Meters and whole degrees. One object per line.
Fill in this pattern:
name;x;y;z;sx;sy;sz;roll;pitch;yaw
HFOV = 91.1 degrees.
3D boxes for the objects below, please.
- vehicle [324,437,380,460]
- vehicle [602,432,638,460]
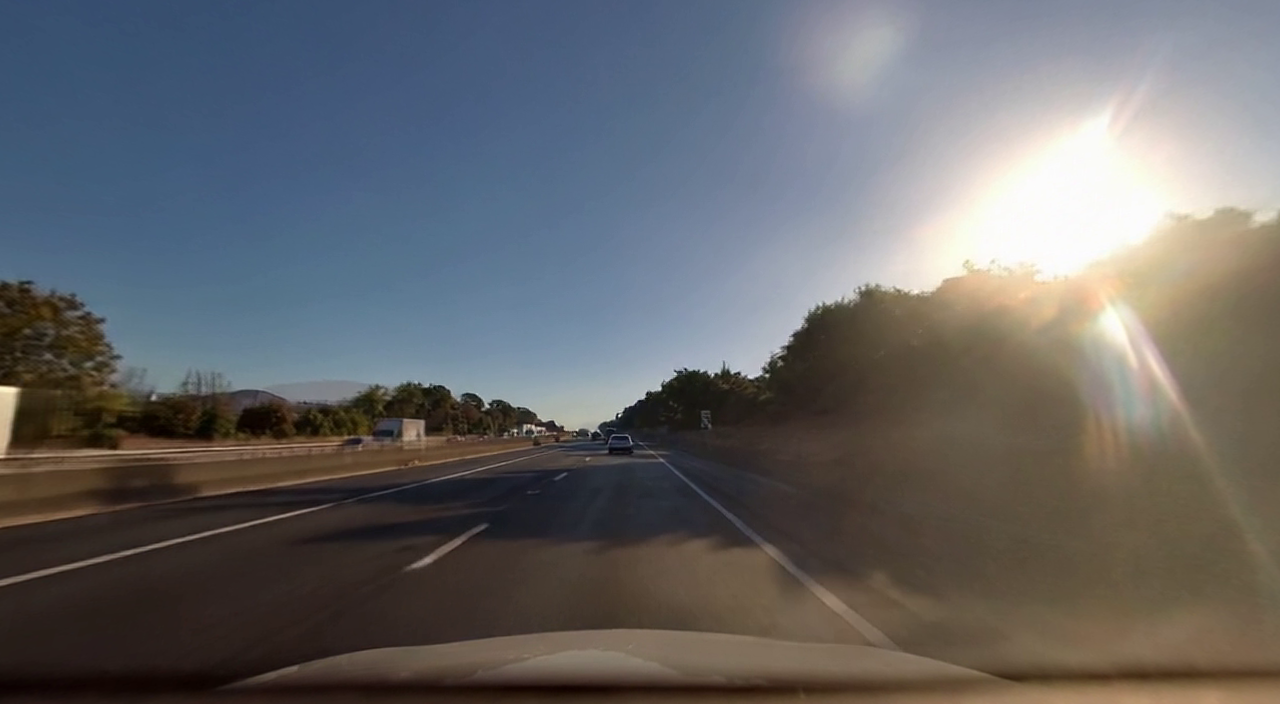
vehicle;-20.303;6.802;44.543;1.900;1.509;4.555;0;-8;-2
vehicle;-1.130;5.305;35.687;1.948;1.470;3.913;0;-8;-2
